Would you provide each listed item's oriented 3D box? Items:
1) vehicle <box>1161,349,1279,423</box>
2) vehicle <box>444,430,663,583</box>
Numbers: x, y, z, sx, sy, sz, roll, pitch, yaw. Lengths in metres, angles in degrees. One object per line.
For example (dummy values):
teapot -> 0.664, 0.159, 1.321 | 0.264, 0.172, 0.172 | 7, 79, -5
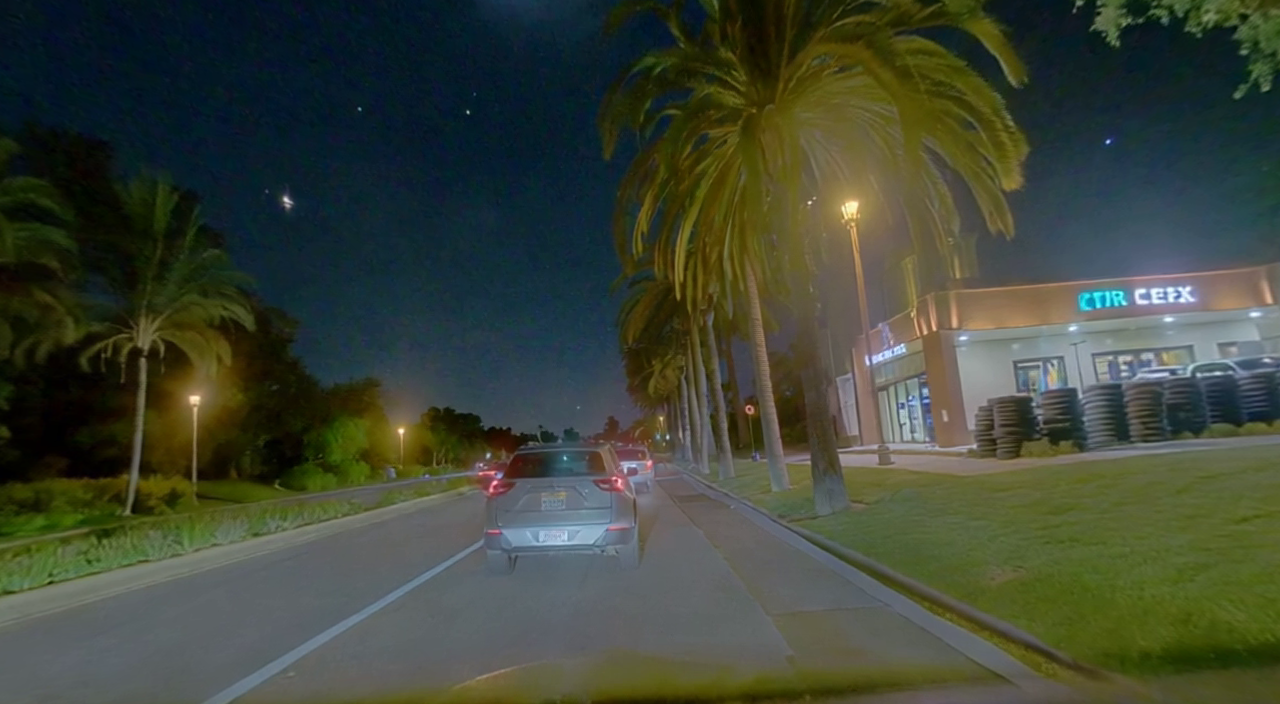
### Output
vehicle -> 16.532, 1.026, 17.124 | 1.810, 1.669, 3.883 | -1, -9, 7
vehicle -> -0.917, 1.846, 8.393 | 2.169, 1.495, 4.048 | 0, -8, -2
